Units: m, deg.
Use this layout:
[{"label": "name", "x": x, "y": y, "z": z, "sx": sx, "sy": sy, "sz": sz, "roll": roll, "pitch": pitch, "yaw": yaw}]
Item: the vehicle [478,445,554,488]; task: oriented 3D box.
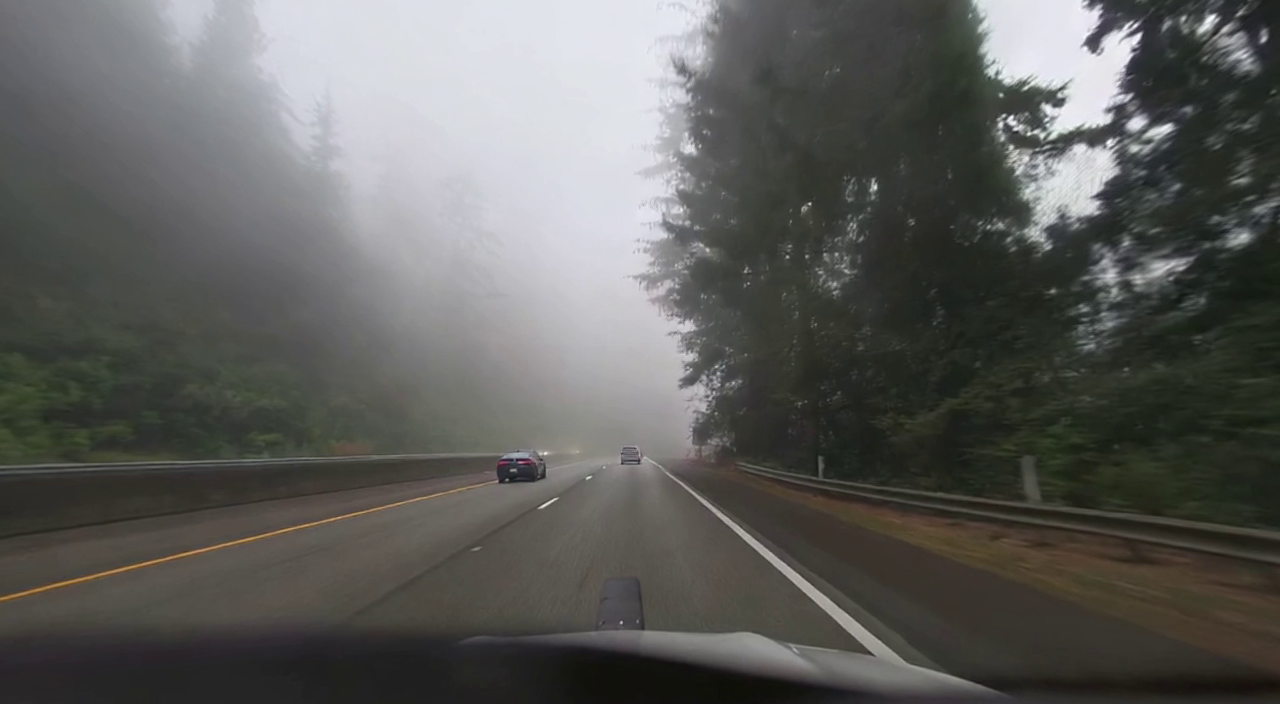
[{"label": "vehicle", "x": -4.633, "y": 4.346, "z": 24.284, "sx": 2.052, "sy": 1.468, "sz": 4.390, "roll": 0, "pitch": -9, "yaw": 0}]

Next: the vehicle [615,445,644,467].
[{"label": "vehicle", "x": -0.870, "y": 7.975, "z": 48.581, "sx": 2.070, "sy": 1.603, "sz": 4.806, "roll": 0, "pitch": -9, "yaw": -3}]
